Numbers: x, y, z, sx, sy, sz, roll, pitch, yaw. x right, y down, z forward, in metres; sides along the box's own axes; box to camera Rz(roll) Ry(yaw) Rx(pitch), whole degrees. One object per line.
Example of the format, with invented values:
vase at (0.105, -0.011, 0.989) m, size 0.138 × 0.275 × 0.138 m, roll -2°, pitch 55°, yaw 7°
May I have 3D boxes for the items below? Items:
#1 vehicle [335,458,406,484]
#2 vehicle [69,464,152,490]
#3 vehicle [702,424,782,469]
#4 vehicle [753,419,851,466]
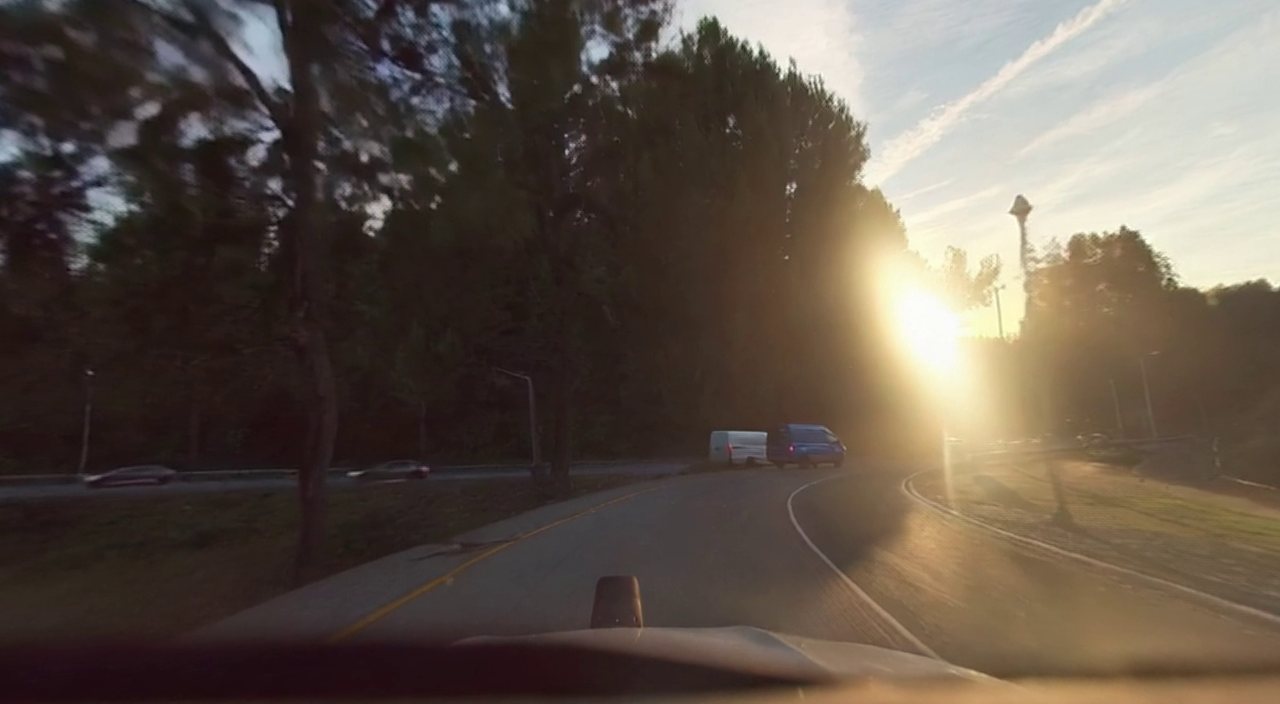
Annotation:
vehicle at (-17.727, 7.815, 41.552) m, size 3.983 × 1.518 × 1.730 m, roll 6°, pitch -10°, yaw -35°
vehicle at (-33.146, 7.802, 39.571) m, size 3.769 × 1.375 × 1.608 m, roll 5°, pitch -10°, yaw -34°
vehicle at (6.485, 5.961, 39.902) m, size 4.784 × 2.535 × 2.203 m, roll 3°, pitch -10°, yaw -38°
vehicle at (11.245, 6.221, 43.476) m, size 7.155 × 2.942 × 2.420 m, roll 6°, pitch -10°, yaw -36°
